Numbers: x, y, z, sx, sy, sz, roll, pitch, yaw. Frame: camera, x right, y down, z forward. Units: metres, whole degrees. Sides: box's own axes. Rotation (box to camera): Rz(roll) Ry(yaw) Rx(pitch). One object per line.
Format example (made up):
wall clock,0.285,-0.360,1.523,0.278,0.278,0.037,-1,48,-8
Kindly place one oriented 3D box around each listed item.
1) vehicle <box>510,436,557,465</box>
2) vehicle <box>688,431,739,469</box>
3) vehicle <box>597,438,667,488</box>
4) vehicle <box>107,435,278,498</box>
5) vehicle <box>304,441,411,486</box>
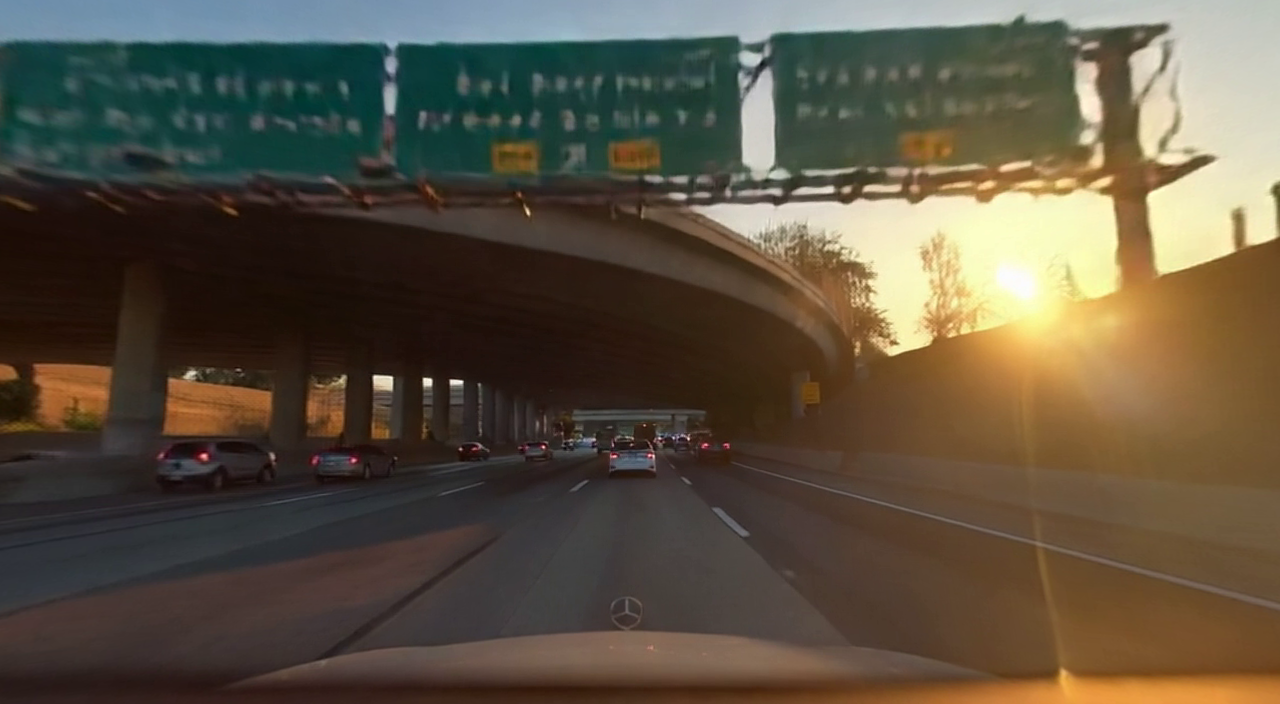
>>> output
vehicle,-6.534,6.124,39.155,2.060,1.669,4.242,0,-8,1
vehicle,3.612,4.930,31.945,2.001,1.771,4.250,0,-8,-1
vehicle,-0.189,3.564,20.655,2.042,1.446,4.269,0,-8,1
vehicle,-13.750,3.524,19.809,2.045,1.712,4.457,0,-8,1
vehicle,-10.481,4.147,23.802,1.961,1.510,4.260,0,-8,1
